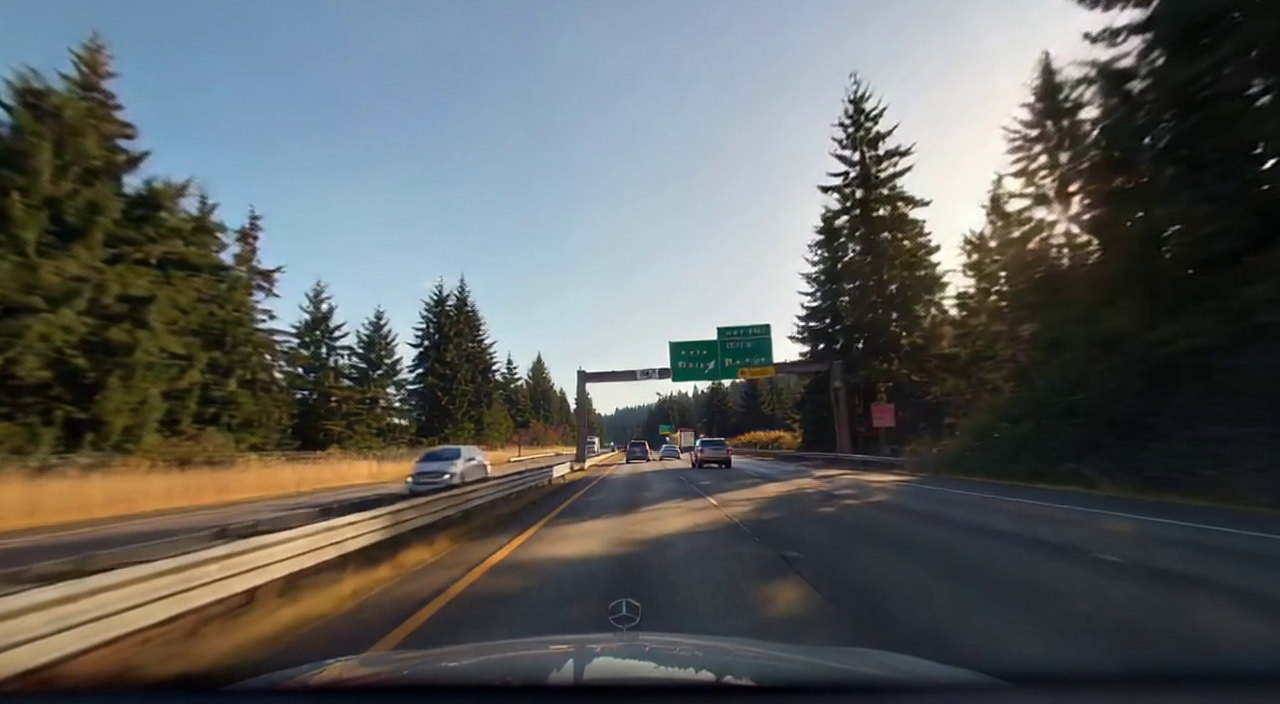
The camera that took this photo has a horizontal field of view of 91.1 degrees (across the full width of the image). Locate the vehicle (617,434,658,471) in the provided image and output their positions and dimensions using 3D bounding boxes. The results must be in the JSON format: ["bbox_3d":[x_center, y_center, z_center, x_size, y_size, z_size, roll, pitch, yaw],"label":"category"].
[{"bbox_3d":[-0.156,5.713,35.760,2.192,1.912,4.524,0,-9,0],"label":"vehicle"}]

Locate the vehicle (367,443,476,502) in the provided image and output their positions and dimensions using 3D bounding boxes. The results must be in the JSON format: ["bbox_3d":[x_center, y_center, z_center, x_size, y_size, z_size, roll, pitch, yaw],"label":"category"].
[{"bbox_3d":[-6.959,3.855,20.565,2.046,1.696,4.276,0,-9,0],"label":"vehicle"}]

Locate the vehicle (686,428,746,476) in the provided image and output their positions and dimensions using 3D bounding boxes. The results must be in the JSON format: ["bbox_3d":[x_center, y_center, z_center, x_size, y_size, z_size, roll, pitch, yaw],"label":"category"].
[{"bbox_3d":[3.366,4.547,28.796,1.981,1.984,4.623,0,-9,-2],"label":"vehicle"}]
